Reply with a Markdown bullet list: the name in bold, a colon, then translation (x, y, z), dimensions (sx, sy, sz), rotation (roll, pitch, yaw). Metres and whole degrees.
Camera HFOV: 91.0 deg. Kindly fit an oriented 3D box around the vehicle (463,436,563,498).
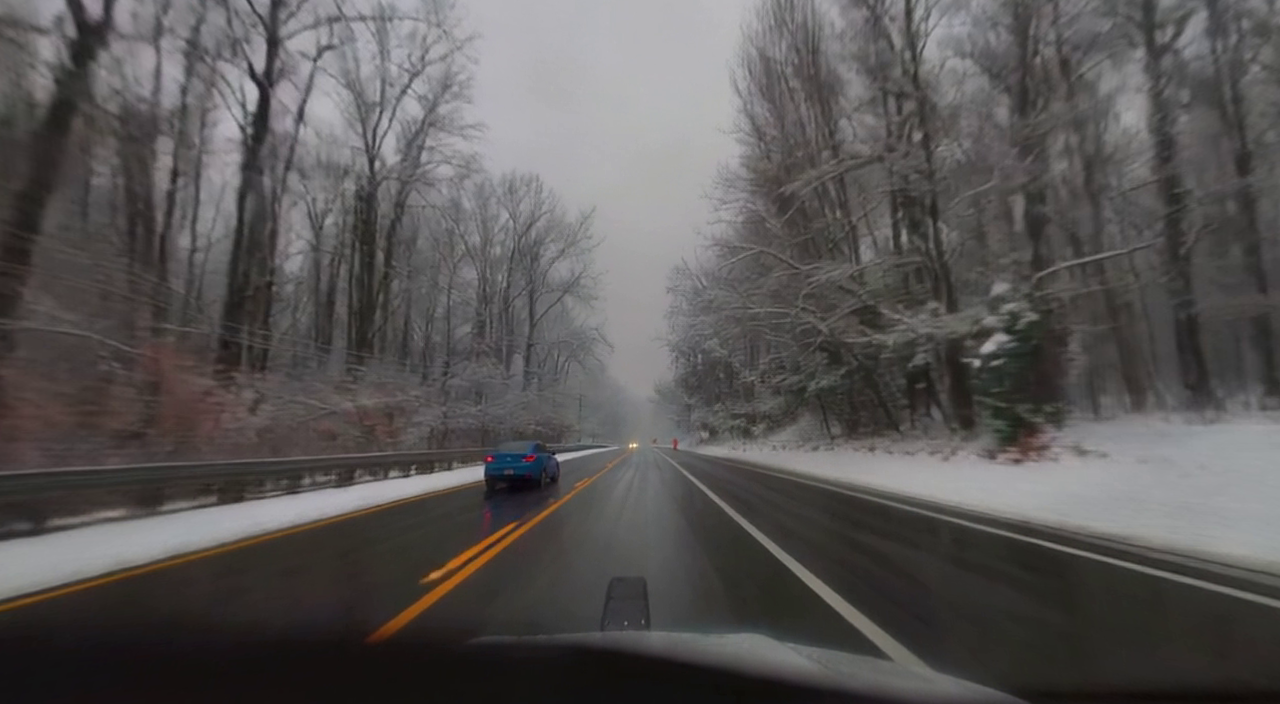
- **vehicle**: translation (-3.374, 3.136, 17.532), dimensions (1.902, 1.505, 4.016), rotation (0, -8, 1)
